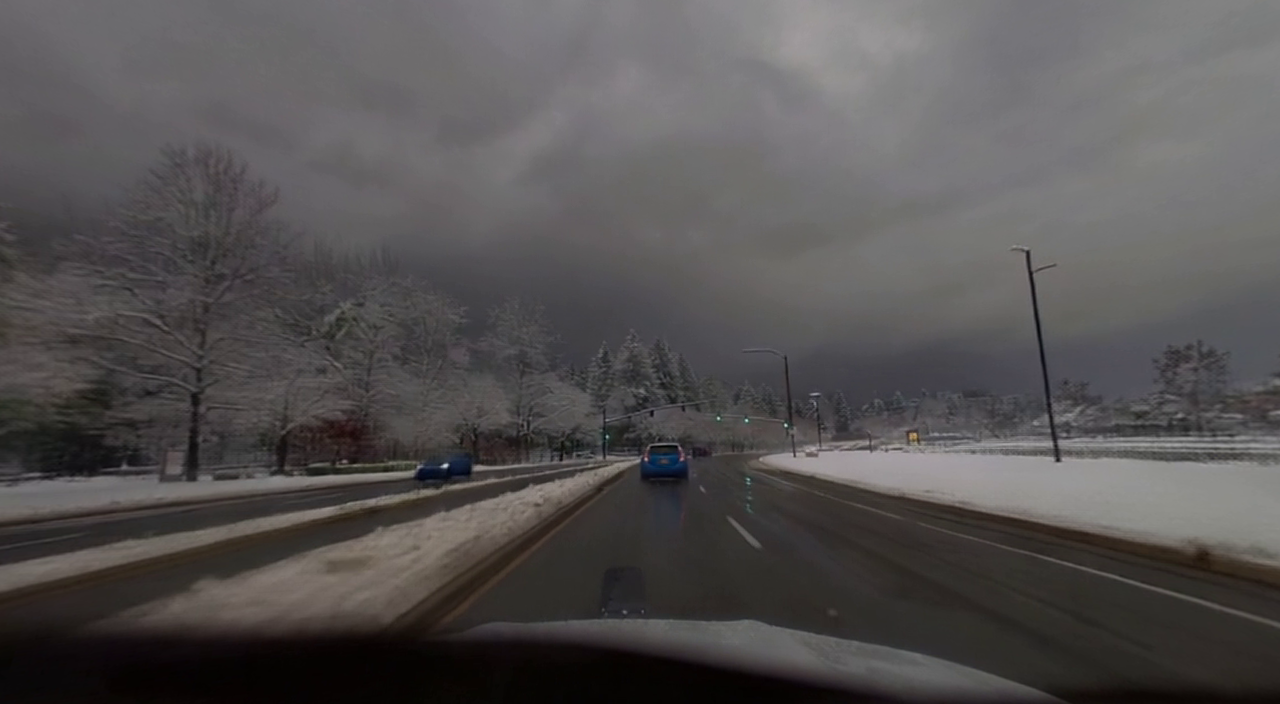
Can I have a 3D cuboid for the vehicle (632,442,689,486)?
[{"bbox_3d":[0.846,4.257,24.216,2.010,1.535,3.735,-1,-8,3],"label":"vehicle"}]
